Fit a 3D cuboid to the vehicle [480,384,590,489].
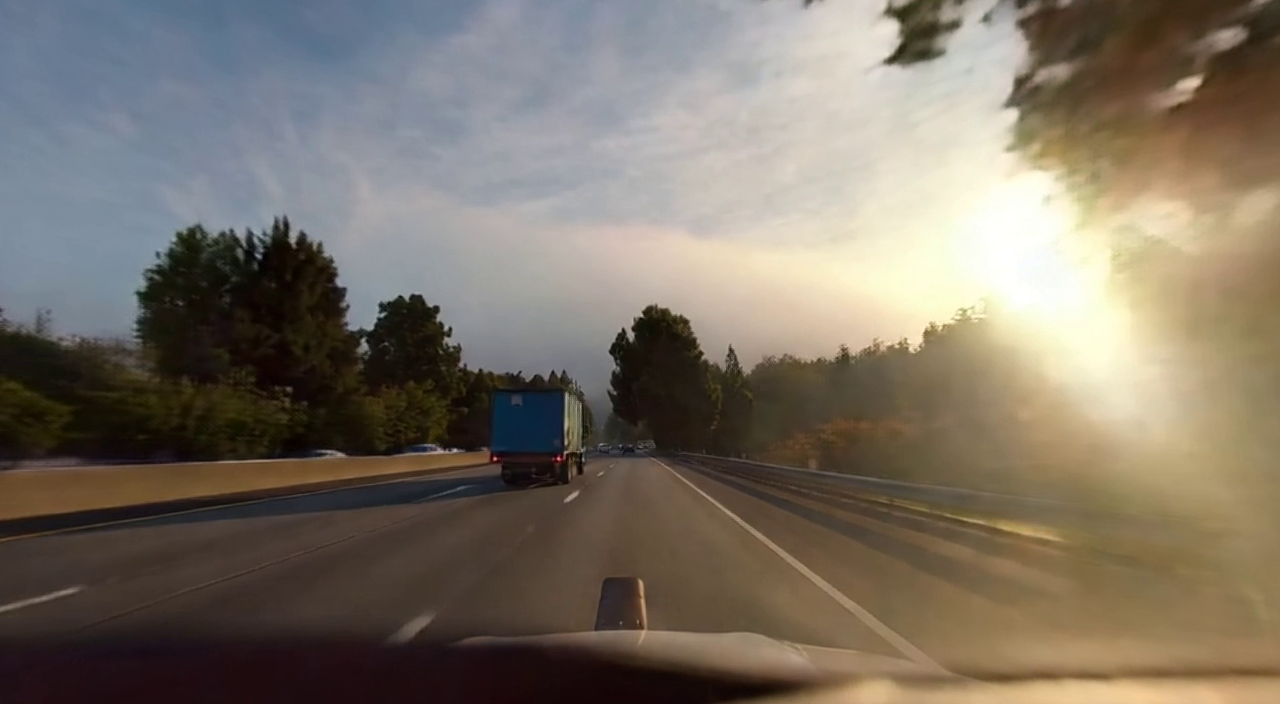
[{"bbox_3d":[-3.649,3.270,24.216,2.874,3.309,8.208,0,-8,-1],"label":"vehicle"}]
